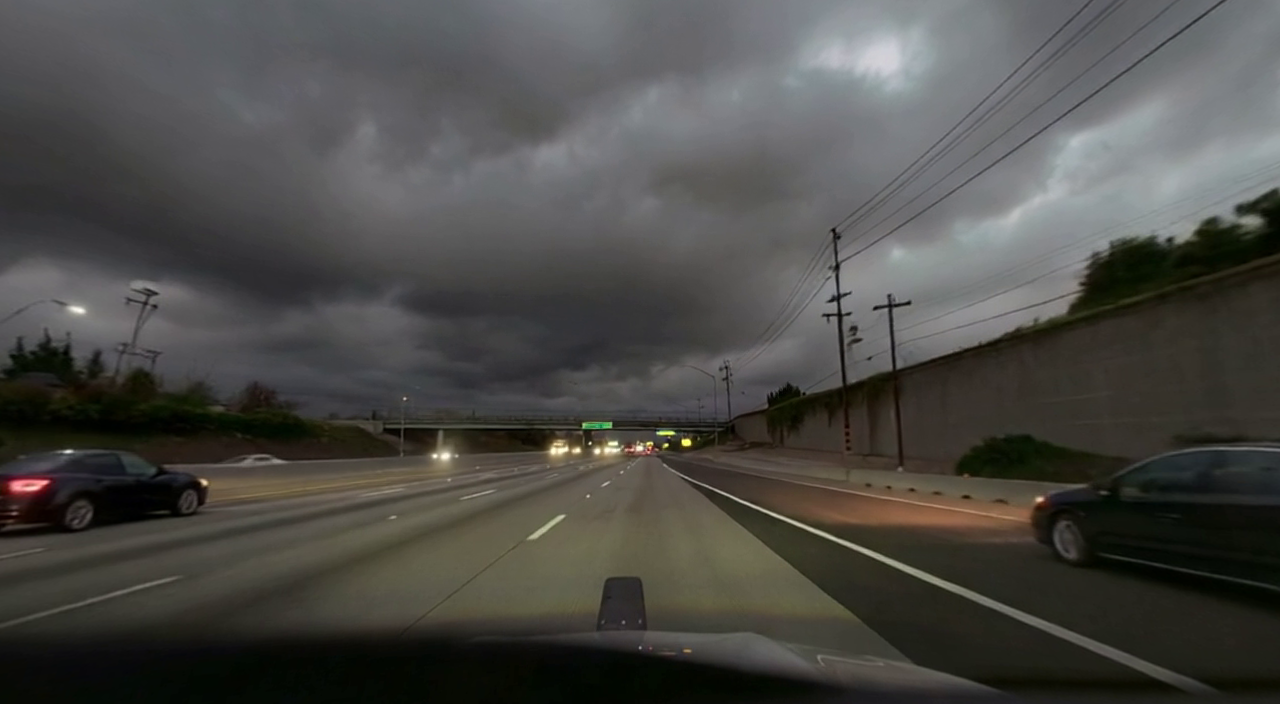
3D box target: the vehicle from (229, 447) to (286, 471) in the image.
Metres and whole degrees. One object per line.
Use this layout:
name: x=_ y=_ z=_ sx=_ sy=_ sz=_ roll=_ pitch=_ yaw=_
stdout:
vehicle: x=-23.443 y=6.566 z=38.780 sx=1.430 sy=1.333 sz=3.223 roll=-1 pitch=-8 yaw=1

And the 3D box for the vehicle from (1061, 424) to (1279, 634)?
vehicle: x=5.661 y=1.254 z=4.390 sx=2.009 sy=1.508 sz=4.874 roll=0 pitch=-8 yaw=-1

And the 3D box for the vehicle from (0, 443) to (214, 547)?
vehicle: x=-10.180 y=2.362 z=11.129 sx=2.056 sy=1.476 sz=4.562 roll=0 pitch=-8 yaw=1
